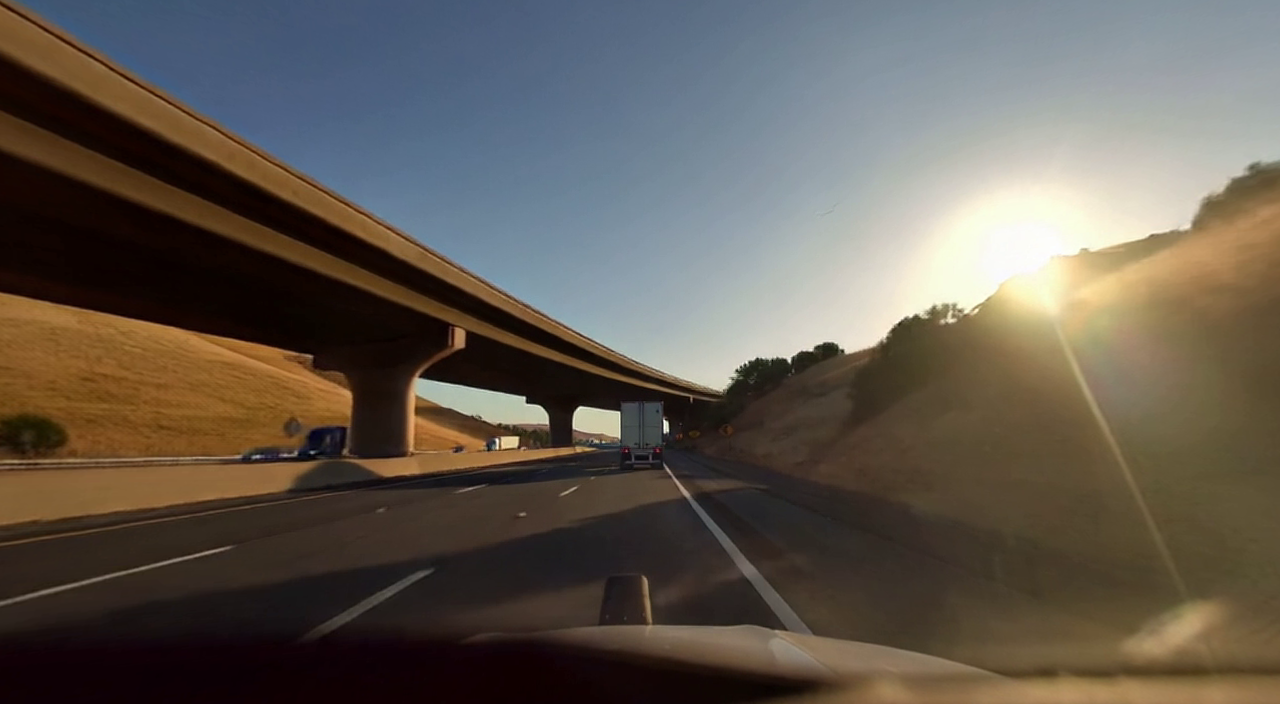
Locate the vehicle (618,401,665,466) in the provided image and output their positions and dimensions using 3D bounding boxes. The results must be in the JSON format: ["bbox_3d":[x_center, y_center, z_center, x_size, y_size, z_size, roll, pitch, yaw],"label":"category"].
[{"bbox_3d":[0.049,5.879,44.830,2.866,4.014,11.261,0,-8,-1],"label":"vehicle"}]
